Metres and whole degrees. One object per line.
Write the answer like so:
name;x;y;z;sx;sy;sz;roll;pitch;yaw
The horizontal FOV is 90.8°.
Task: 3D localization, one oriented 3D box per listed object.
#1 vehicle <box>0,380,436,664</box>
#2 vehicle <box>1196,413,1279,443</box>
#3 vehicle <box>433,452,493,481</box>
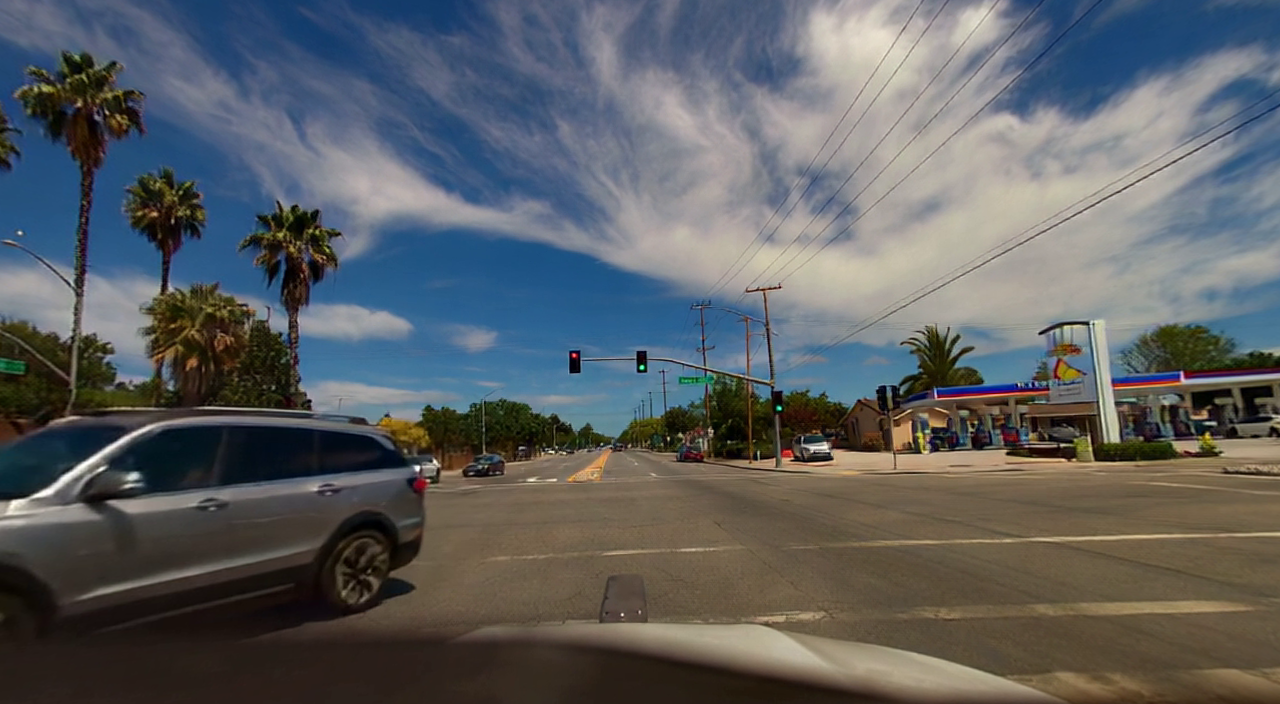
vehicle;-4.476;1.330;5.635;1.952;1.817;5.086;-5;-10;27
vehicle;38.299;4.798;39.970;4.488;1.447;1.765;-5;-8;-1
vehicle;-9.812;6.353;35.412;2.085;1.451;4.311;0;-9;0
